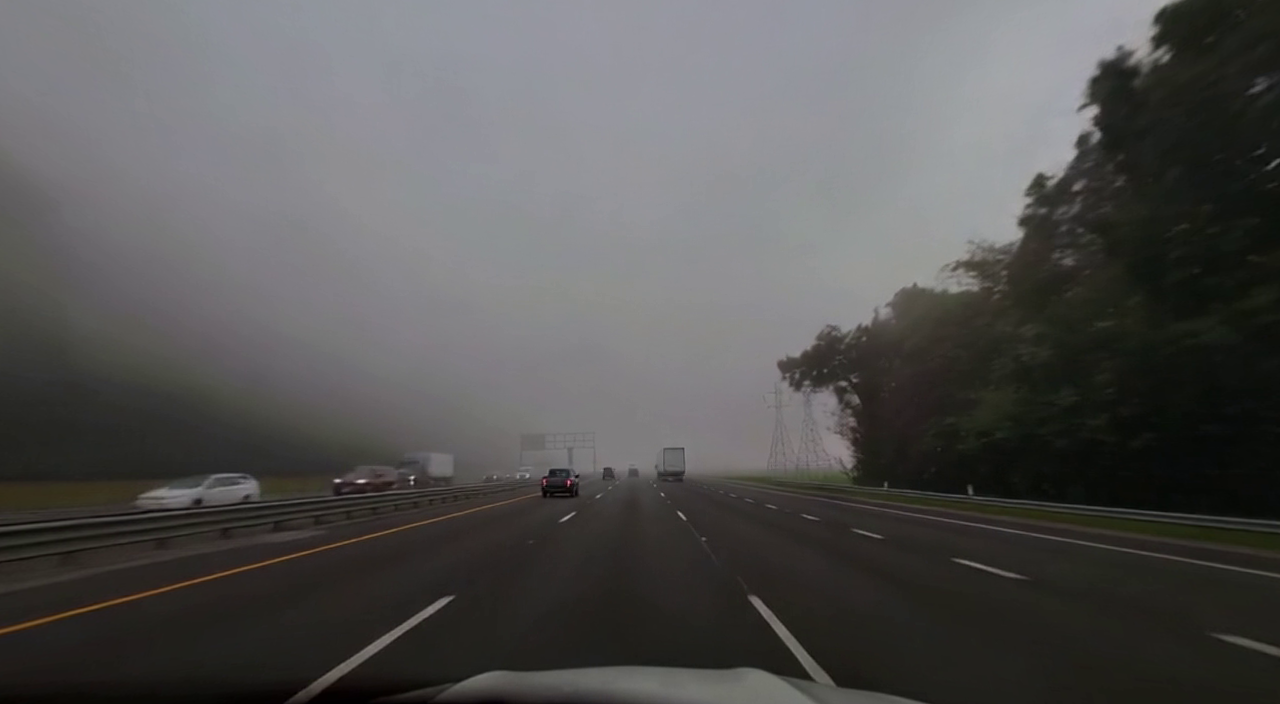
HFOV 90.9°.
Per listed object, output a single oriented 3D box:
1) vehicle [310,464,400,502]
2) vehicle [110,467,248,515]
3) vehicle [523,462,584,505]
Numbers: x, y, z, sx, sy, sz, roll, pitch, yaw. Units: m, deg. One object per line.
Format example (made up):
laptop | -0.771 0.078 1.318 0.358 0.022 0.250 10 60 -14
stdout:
vehicle | -12.435 5.728 27.801 1.922 1.495 4.213 1 -11 0
vehicle | -15.988 4.823 22.155 1.825 1.468 3.919 1 -11 0
vehicle | -3.495 5.417 26.191 1.942 1.597 3.943 1 -11 0
